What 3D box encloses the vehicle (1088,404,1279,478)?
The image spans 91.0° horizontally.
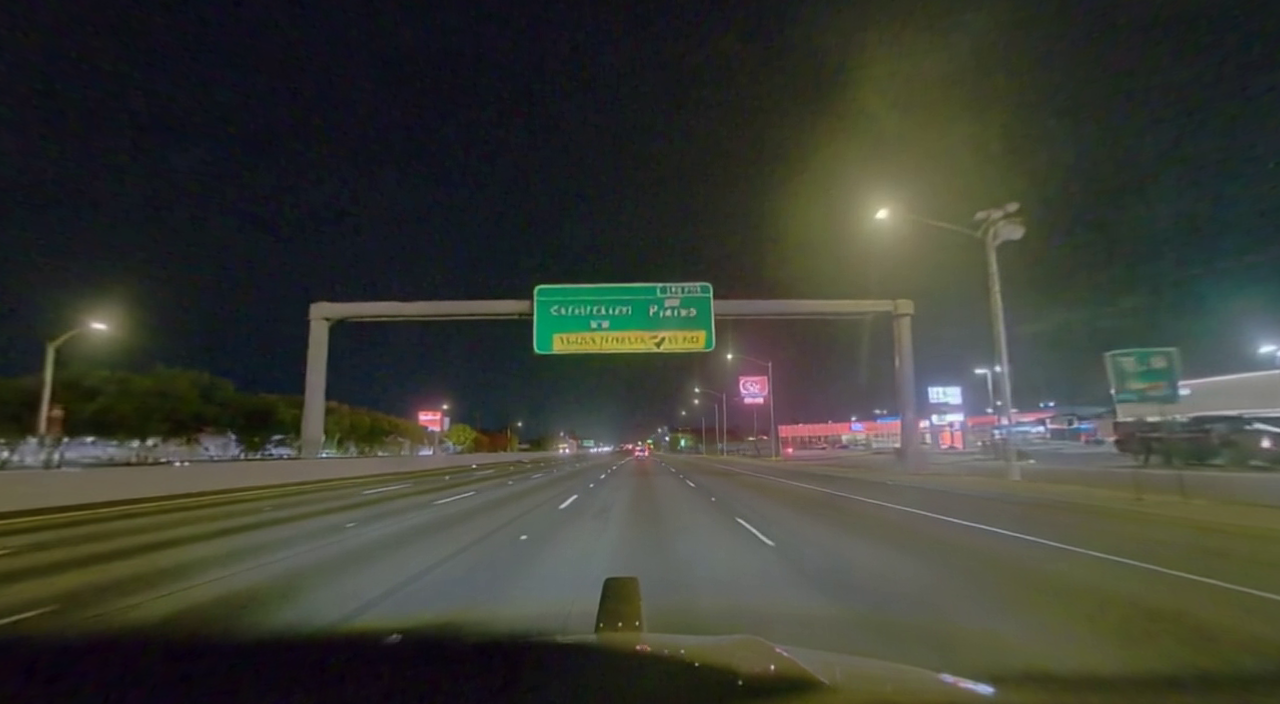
[{"bbox_3d":[37.723,5.965,42.151,2.952,4.134,16.694,-4,-9,-1],"label":"vehicle"}]
